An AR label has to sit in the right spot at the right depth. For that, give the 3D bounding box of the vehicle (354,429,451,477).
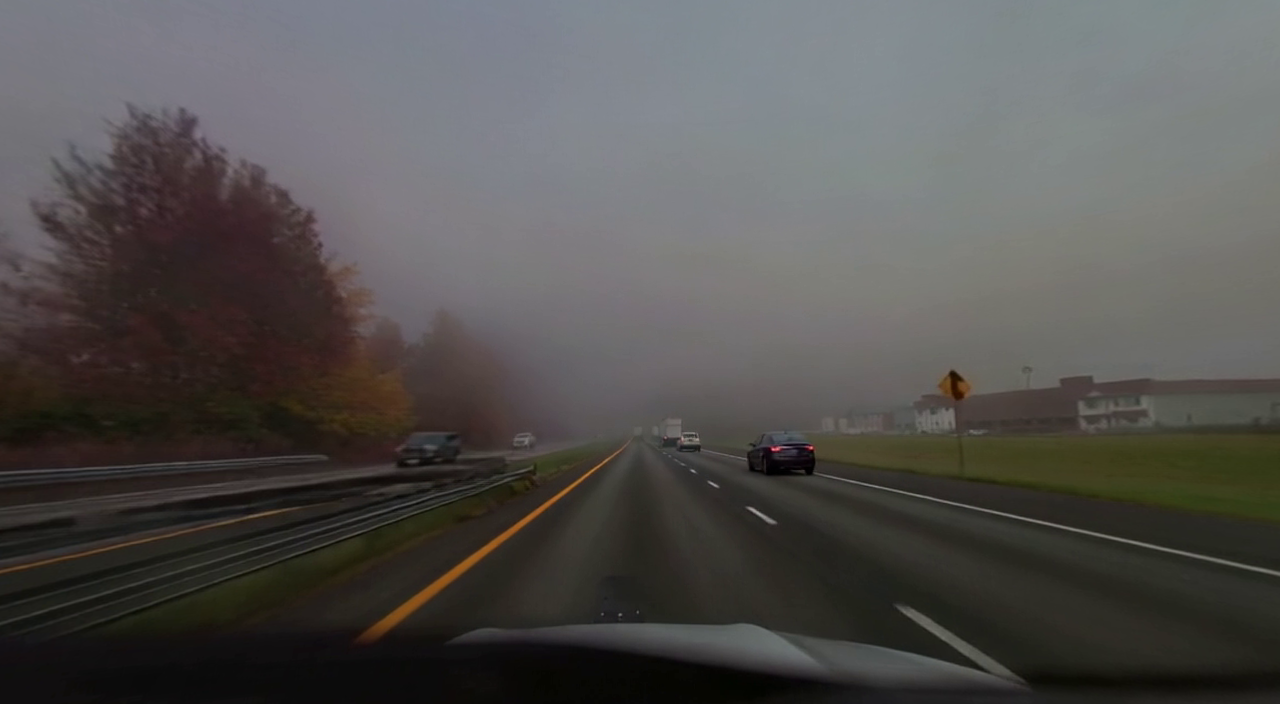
[{"bbox_3d":[-8.404,3.607,22.632,1.916,1.549,4.032,0,-8,0],"label":"vehicle"}]

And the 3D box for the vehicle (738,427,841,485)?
[{"bbox_3d":[4.358,3.096,19.041,2.024,1.516,4.197,0,-8,-1],"label":"vehicle"}]

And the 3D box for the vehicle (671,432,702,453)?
[{"bbox_3d":[3.609,7.085,49.026,2.057,1.540,4.158,0,-8,-1],"label":"vehicle"}]
